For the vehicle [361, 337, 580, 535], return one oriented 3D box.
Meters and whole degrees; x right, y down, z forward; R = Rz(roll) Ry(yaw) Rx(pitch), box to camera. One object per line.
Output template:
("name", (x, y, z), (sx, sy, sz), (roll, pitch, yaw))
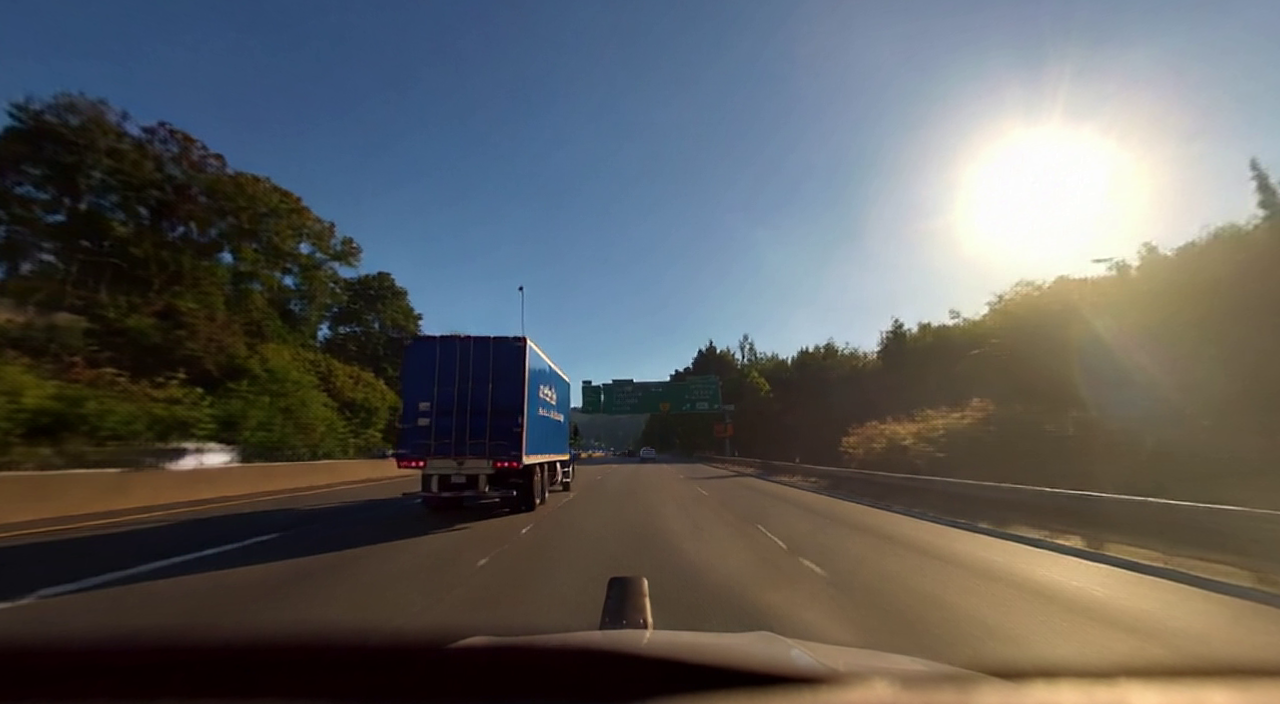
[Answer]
("vehicle", (-2.999, 1.829, 13.491), (2.695, 3.151, 6.885), (0, -9, 0))
